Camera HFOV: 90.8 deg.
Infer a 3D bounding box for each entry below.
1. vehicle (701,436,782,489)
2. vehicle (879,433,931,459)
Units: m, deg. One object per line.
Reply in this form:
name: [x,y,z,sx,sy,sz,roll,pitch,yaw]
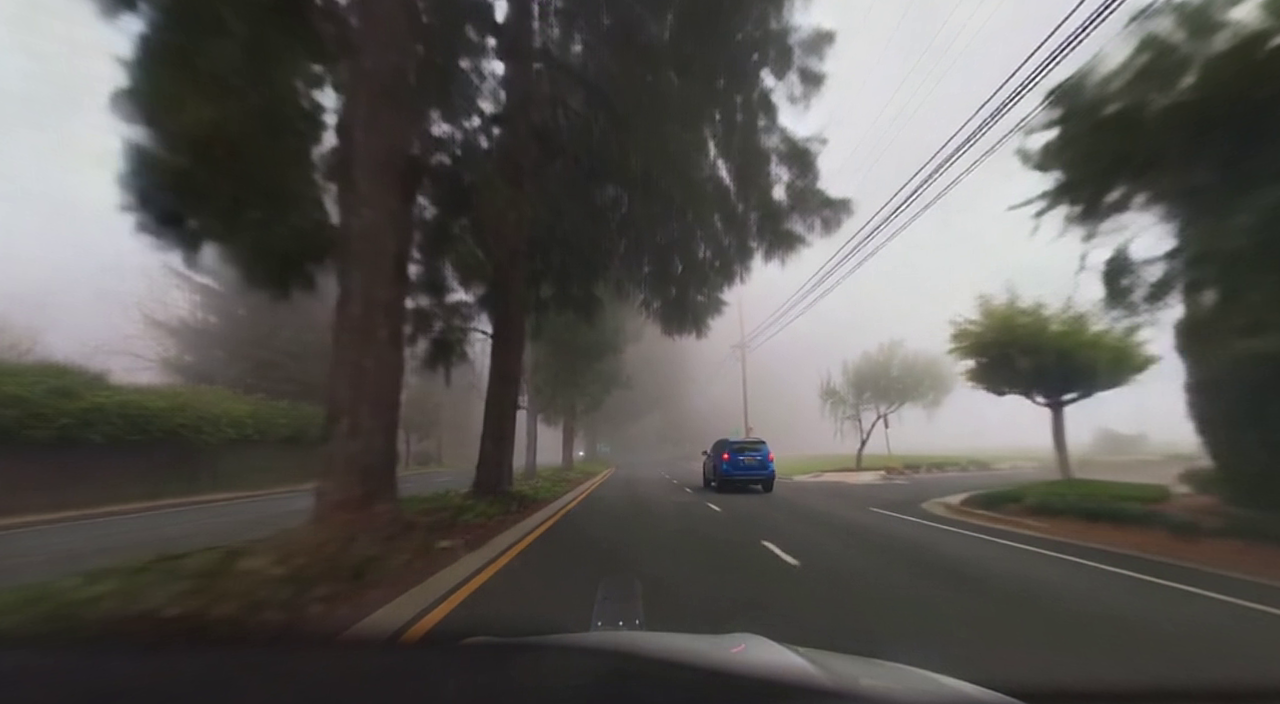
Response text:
vehicle: [3.705,4.159,24.095,2.193,1.777,4.772,0,-9,-1]
vehicle: [16.184,5.779,38.774,1.674,1.455,3.769,0,-9,2]
